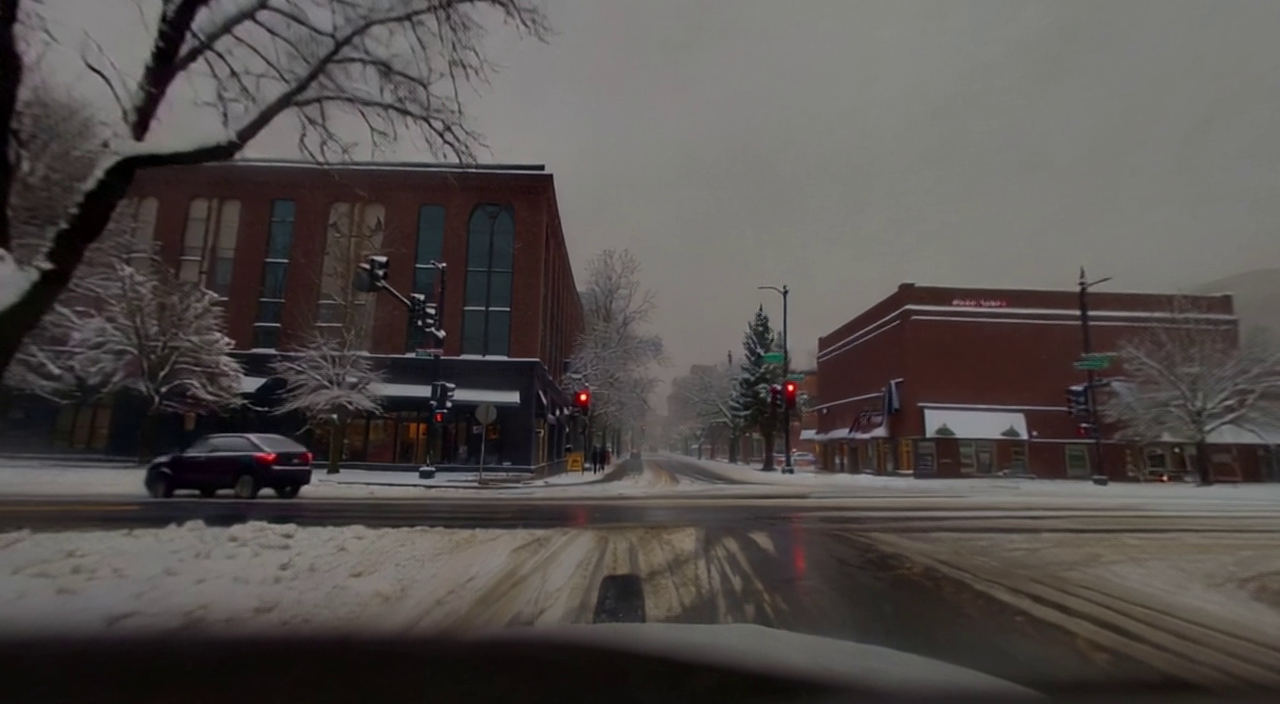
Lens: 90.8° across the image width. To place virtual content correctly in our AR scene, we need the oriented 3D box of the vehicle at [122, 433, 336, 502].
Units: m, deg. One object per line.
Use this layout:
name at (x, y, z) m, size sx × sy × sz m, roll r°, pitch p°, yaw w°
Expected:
vehicle at (-10.069, 2.778, 15.542) m, size 4.459 × 1.482 × 2.106 m, roll -3°, pitch -9°, yaw 21°
